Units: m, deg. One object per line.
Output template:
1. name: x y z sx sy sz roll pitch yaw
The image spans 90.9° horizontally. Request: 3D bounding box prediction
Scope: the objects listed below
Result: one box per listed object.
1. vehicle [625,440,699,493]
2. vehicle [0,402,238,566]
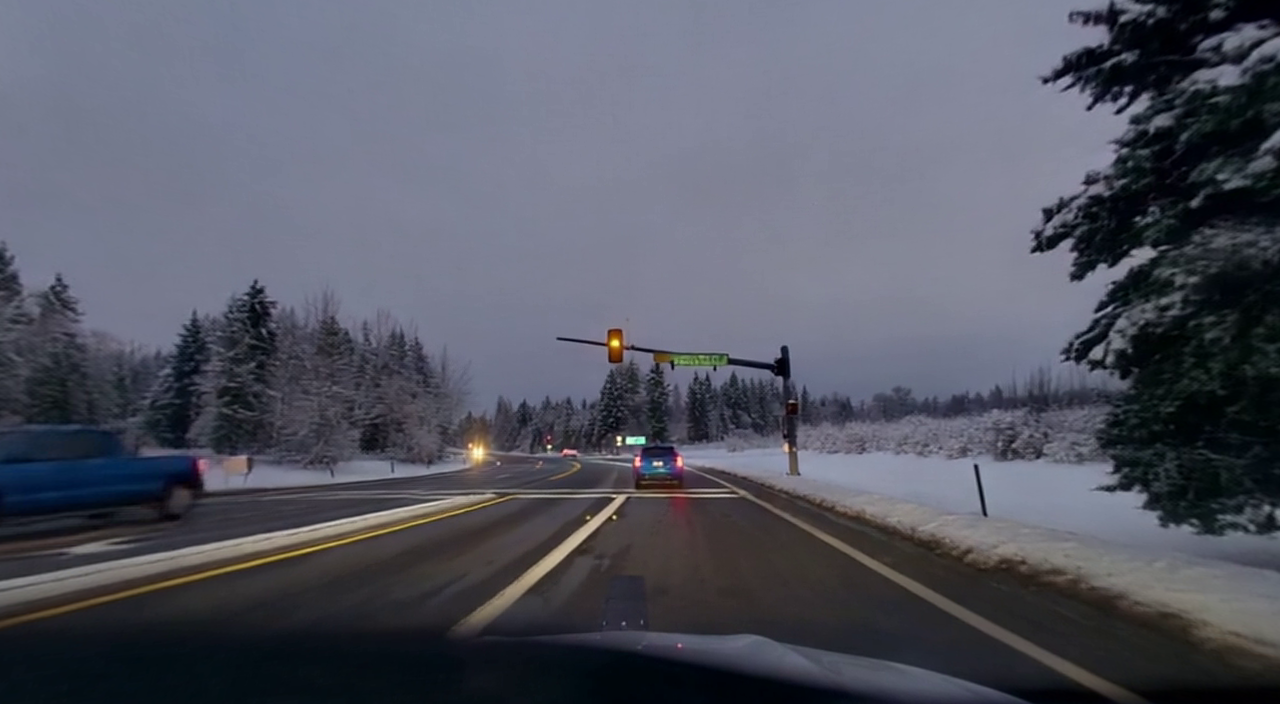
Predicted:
1. vehicle: 0.604 3.629 20.414 2.148 1.521 4.089 0 -8 -1
2. vehicle: -8.553 1.736 8.659 2.150 1.927 5.209 -1 -8 7
